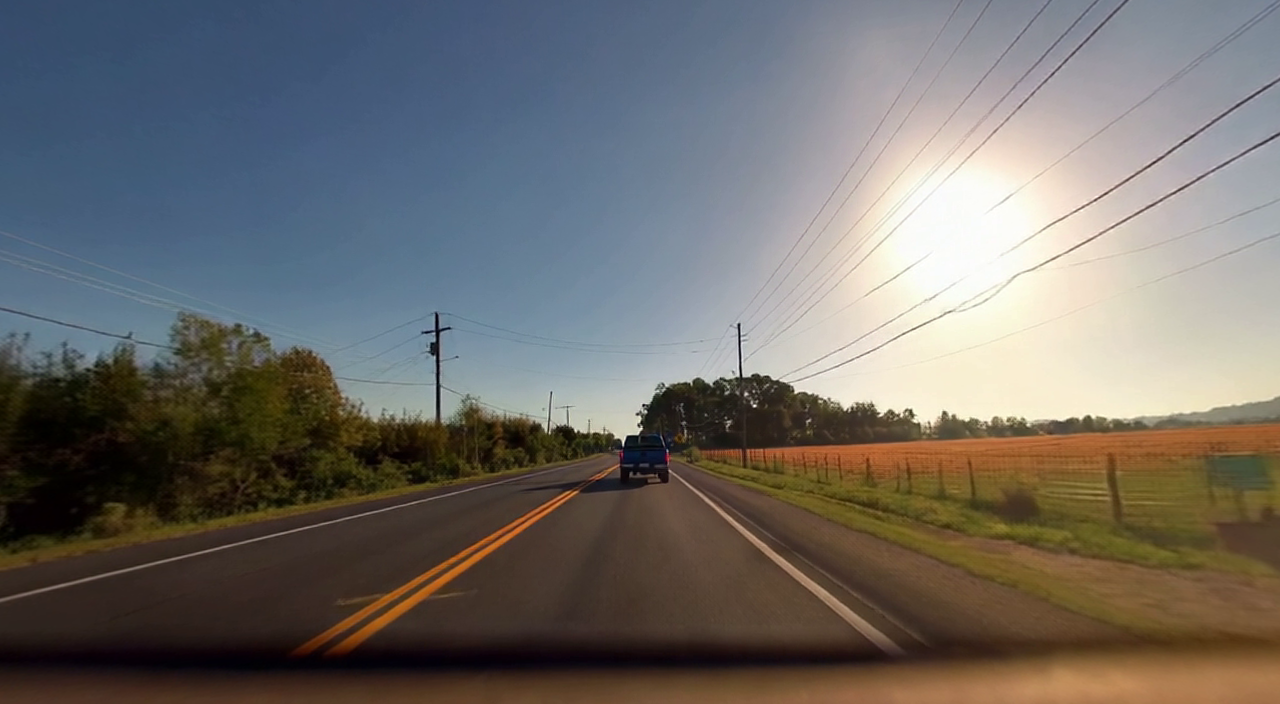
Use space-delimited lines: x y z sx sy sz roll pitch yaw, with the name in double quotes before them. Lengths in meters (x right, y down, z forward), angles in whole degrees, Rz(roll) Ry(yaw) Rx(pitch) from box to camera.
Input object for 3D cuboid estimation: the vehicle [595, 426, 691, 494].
"vehicle" 0.074 3.830 22.950 2.921 2.031 7.416 0 -8 0
